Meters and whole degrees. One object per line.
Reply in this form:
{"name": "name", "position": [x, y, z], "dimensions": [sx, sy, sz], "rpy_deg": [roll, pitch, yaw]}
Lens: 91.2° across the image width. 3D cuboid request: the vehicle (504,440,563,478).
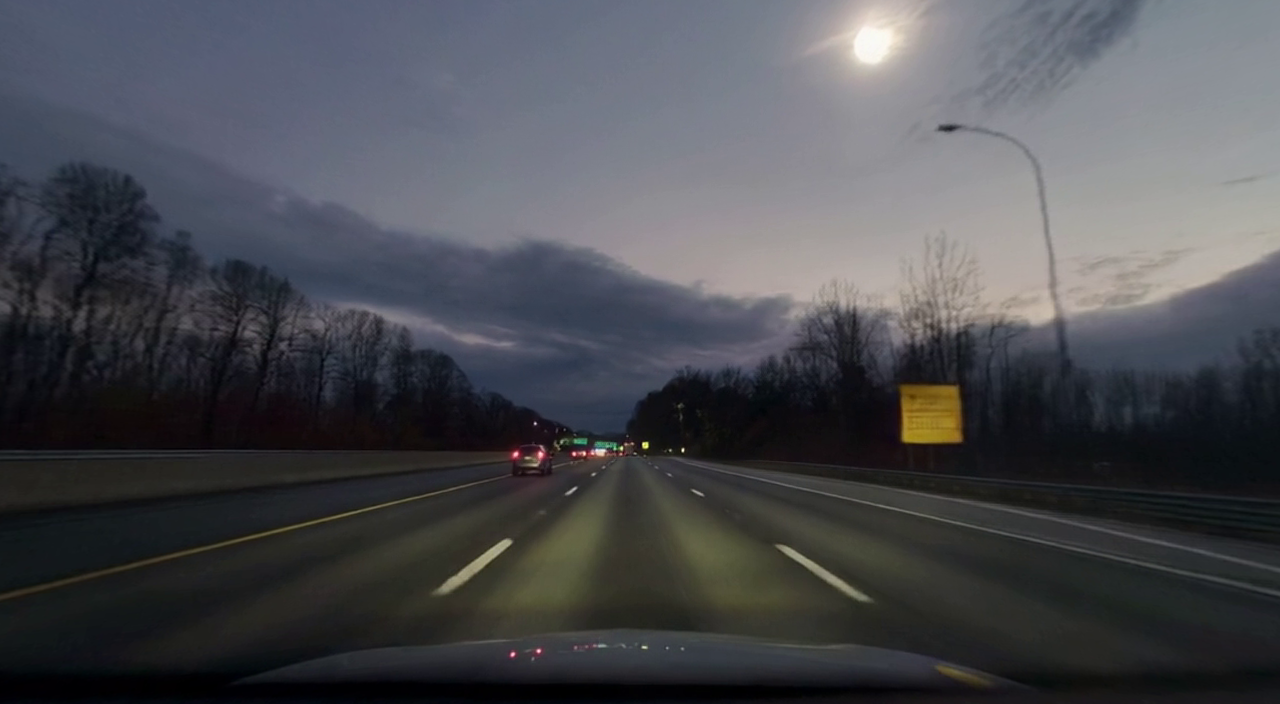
{"name": "vehicle", "position": [-5.086, 5.182, 30.534], "dimensions": [2.151, 1.693, 4.201], "rpy_deg": [0, -9, -1]}
